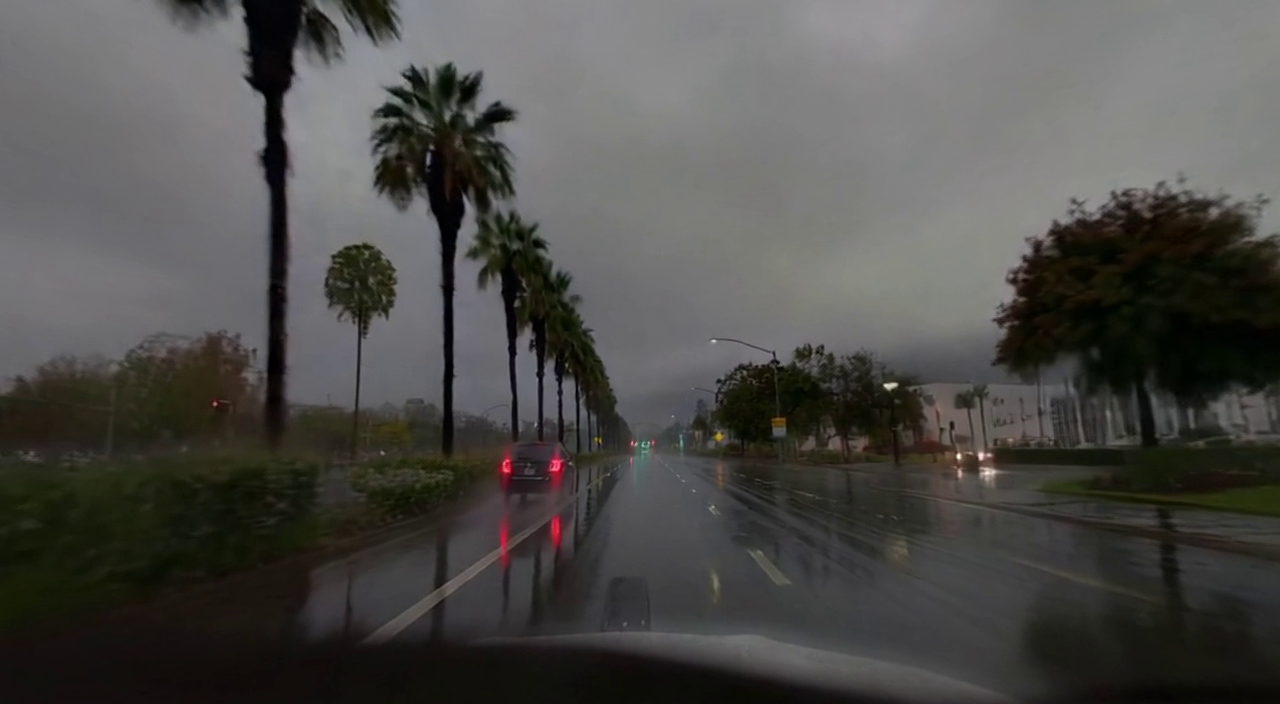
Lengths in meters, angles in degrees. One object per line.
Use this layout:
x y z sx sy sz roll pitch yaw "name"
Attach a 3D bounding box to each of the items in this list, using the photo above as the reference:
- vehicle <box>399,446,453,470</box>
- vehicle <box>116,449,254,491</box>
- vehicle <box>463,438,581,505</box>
-14.626 7.247 43.398 1.948 1.491 4.723 0 -8 1 "vehicle"
-18.208 4.708 25.584 1.993 1.466 4.731 0 -8 1 "vehicle"
-2.963 3.121 17.041 2.162 1.549 4.795 0 -8 1 "vehicle"
